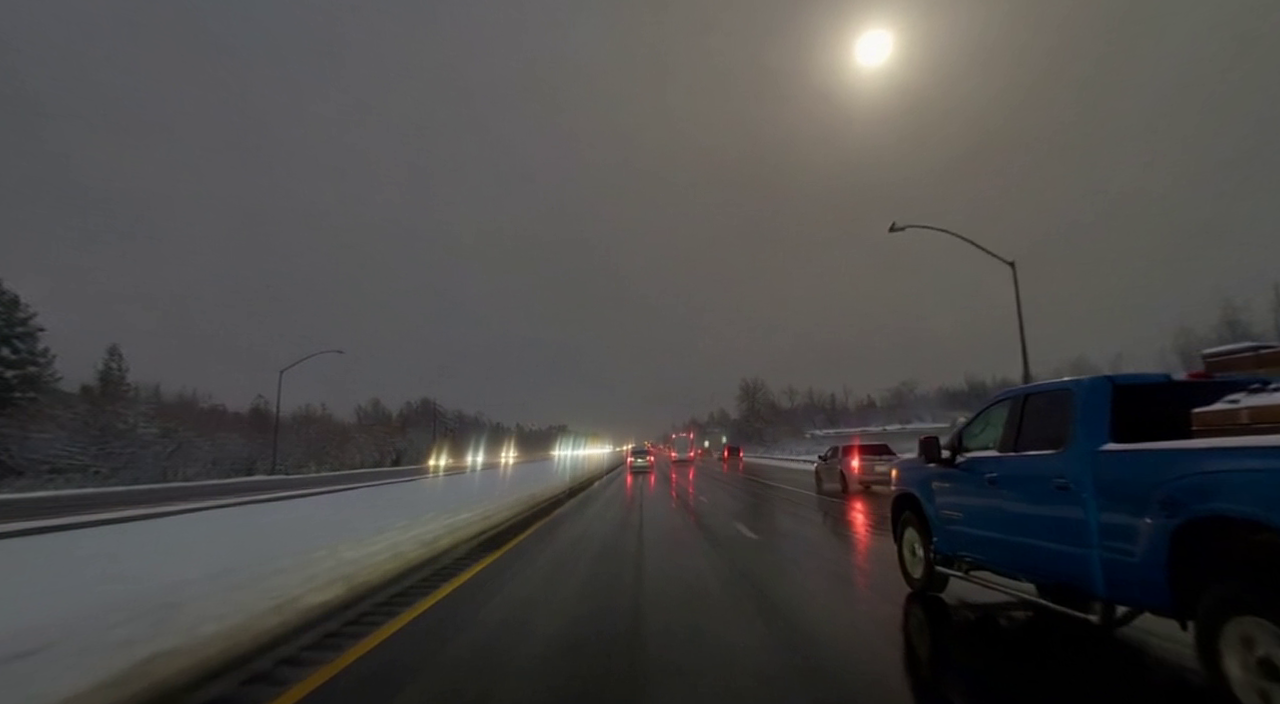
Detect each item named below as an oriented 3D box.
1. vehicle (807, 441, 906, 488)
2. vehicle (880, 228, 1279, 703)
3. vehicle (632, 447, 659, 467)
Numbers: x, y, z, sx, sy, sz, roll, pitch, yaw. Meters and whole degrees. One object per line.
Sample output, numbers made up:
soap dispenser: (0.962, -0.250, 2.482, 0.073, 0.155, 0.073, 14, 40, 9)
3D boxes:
vehicle: (7.766, 4.064, 23.063, 1.989, 1.526, 4.443, 0, -9, -1)
vehicle: (3.580, 0.742, 3.399, 2.354, 2.079, 5.586, 0, -9, 0)
vehicle: (0.410, 8.106, 48.700, 2.030, 1.473, 3.926, 0, -9, 0)
